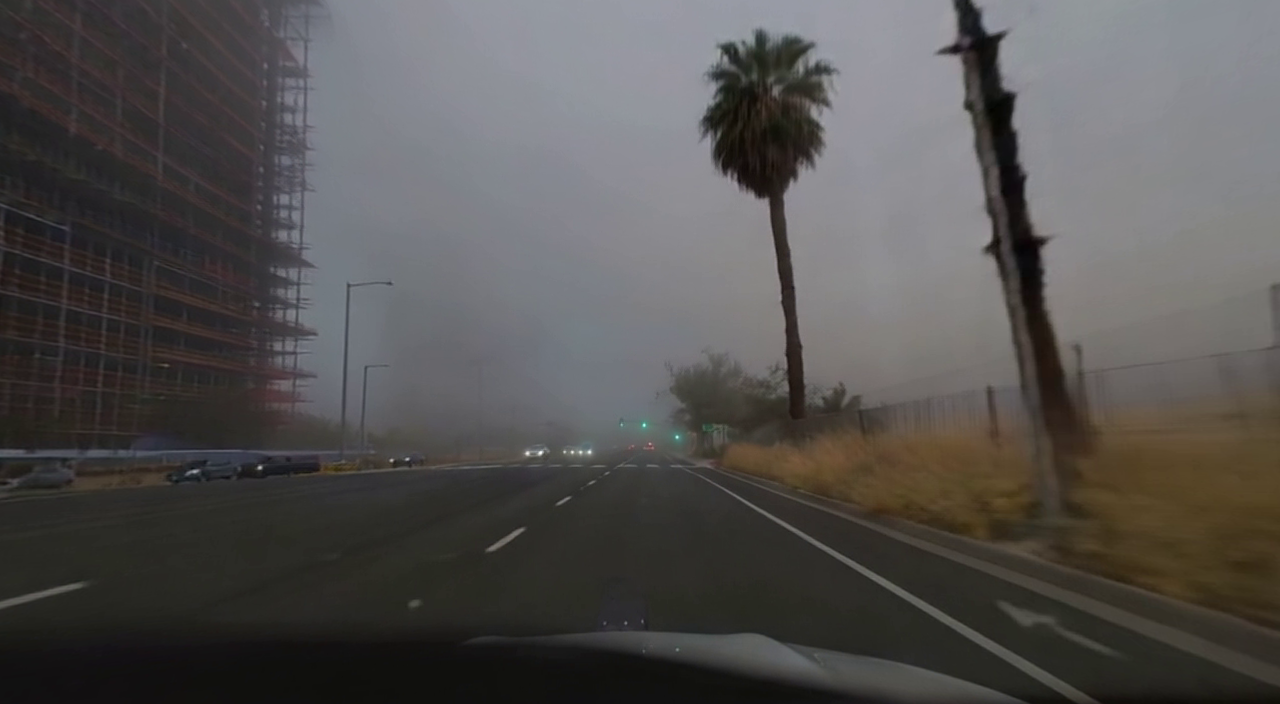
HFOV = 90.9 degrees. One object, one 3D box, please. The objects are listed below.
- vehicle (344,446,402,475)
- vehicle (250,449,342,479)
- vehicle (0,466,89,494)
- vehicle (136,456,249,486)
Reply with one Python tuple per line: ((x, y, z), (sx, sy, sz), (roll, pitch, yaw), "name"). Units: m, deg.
((-19.279, 7.810, 45.785), (2.105, 1.805, 4.641), (-3, -8, 2), "vehicle")
((-21.134, 6.885, 38.951), (2.050, 1.686, 4.593), (-4, -9, 25), "vehicle")
((-30.224, 6.311, 31.118), (4.101, 1.243, 1.698), (4, -9, -23), "vehicle")
((-24.503, 6.485, 34.632), (1.790, 1.484, 4.651), (-7, -11, 40), "vehicle")
